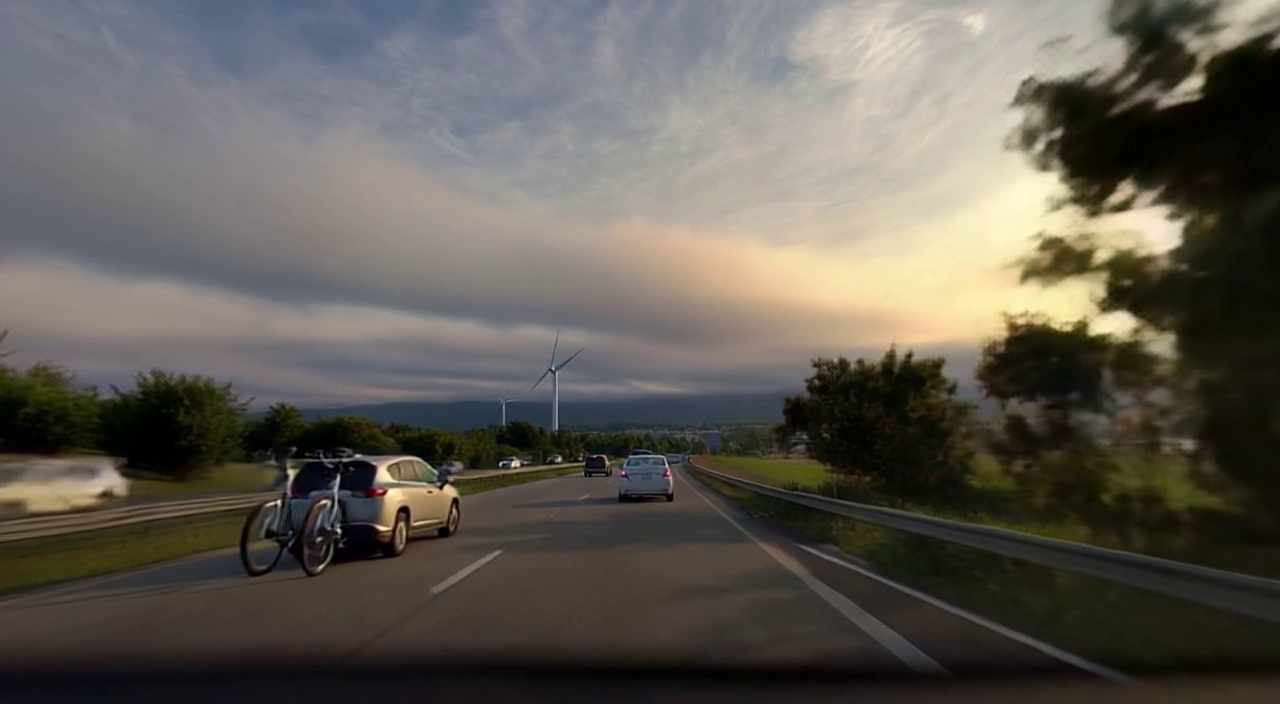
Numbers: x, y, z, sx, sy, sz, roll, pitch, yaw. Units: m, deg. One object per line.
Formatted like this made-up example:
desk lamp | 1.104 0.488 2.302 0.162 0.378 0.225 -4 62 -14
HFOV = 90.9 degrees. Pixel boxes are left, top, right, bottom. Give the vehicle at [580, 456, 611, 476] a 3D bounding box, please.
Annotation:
vehicle | -3.414 8.879 49.220 2.059 1.455 4.205 0 -9 1

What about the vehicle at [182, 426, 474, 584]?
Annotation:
vehicle | -3.915 1.992 8.898 1.962 1.681 4.033 0 -9 1

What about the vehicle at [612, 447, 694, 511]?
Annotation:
vehicle | 0.349 3.546 17.973 2.063 1.582 3.955 0 -9 1
